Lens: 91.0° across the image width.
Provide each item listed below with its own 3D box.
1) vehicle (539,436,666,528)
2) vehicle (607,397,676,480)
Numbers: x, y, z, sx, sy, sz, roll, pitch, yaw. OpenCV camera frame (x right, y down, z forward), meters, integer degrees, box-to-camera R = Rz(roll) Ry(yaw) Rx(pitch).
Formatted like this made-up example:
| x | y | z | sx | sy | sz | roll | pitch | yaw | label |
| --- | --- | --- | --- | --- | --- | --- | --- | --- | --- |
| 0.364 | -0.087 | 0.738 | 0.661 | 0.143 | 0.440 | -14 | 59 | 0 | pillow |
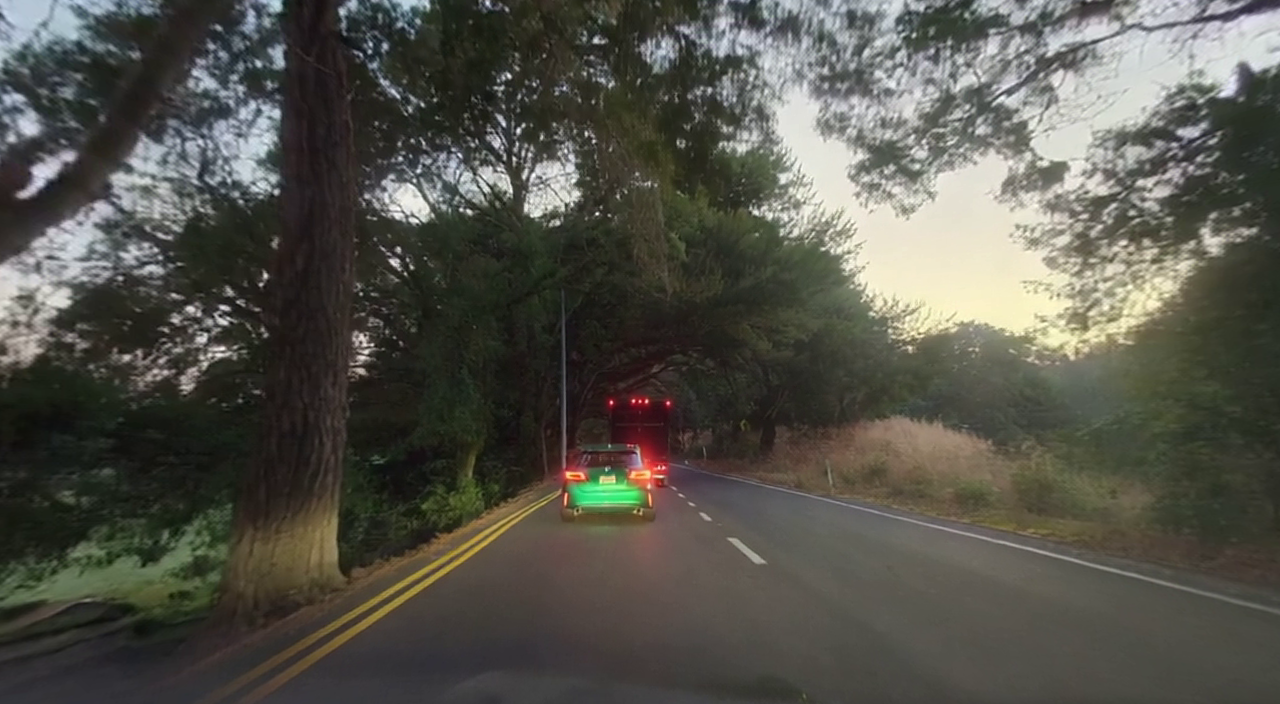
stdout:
| x | y | z | sx | sy | sz | roll | pitch | yaw | label |
| --- | --- | --- | --- | --- | --- | --- | --- | --- | --- |
| -0.612 | 2.460 | 12.459 | 2.076 | 1.490 | 4.078 | 0 | -9 | 0 | vehicle |
| -0.024 | 4.781 | 34.164 | 3.085 | 3.682 | 11.755 | 0 | -9 | -1 | vehicle |
